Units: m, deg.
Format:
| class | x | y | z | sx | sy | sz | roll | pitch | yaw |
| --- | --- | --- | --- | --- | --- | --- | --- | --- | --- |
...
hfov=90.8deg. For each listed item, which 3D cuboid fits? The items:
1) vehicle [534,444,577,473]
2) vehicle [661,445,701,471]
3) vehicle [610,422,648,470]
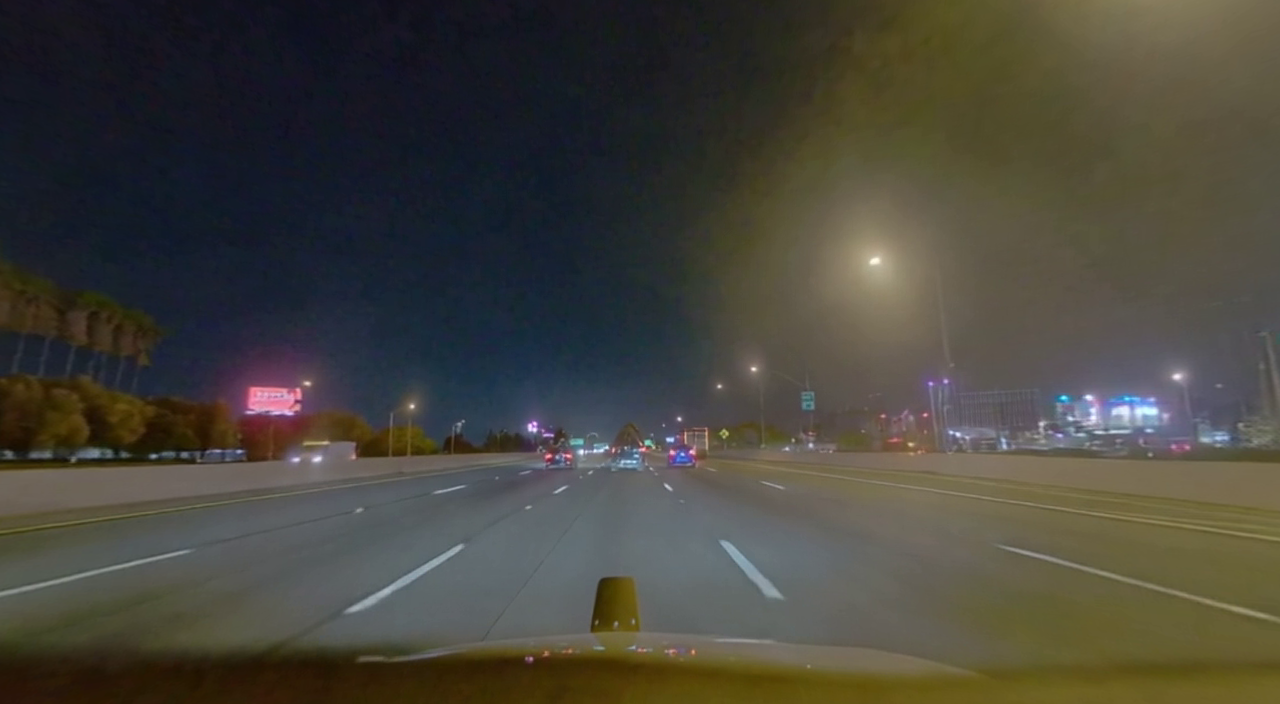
| class | x | y | z | sx | sy | sz | roll | pitch | yaw |
| --- | --- | --- | --- | --- | --- | --- | --- | --- | --- |
| vehicle | -5.069 | 6.431 | 38.322 | 2.021 | 1.598 | 4.887 | 0 | -9 | -1 |
| vehicle | 2.644 | 6.958 | 41.809 | 2.175 | 1.598 | 4.584 | 0 | -9 | -2 |
| vehicle | -0.758 | 6.325 | 42.345 | 2.364 | 2.953 | 6.495 | 0 | -9 | -1 |
